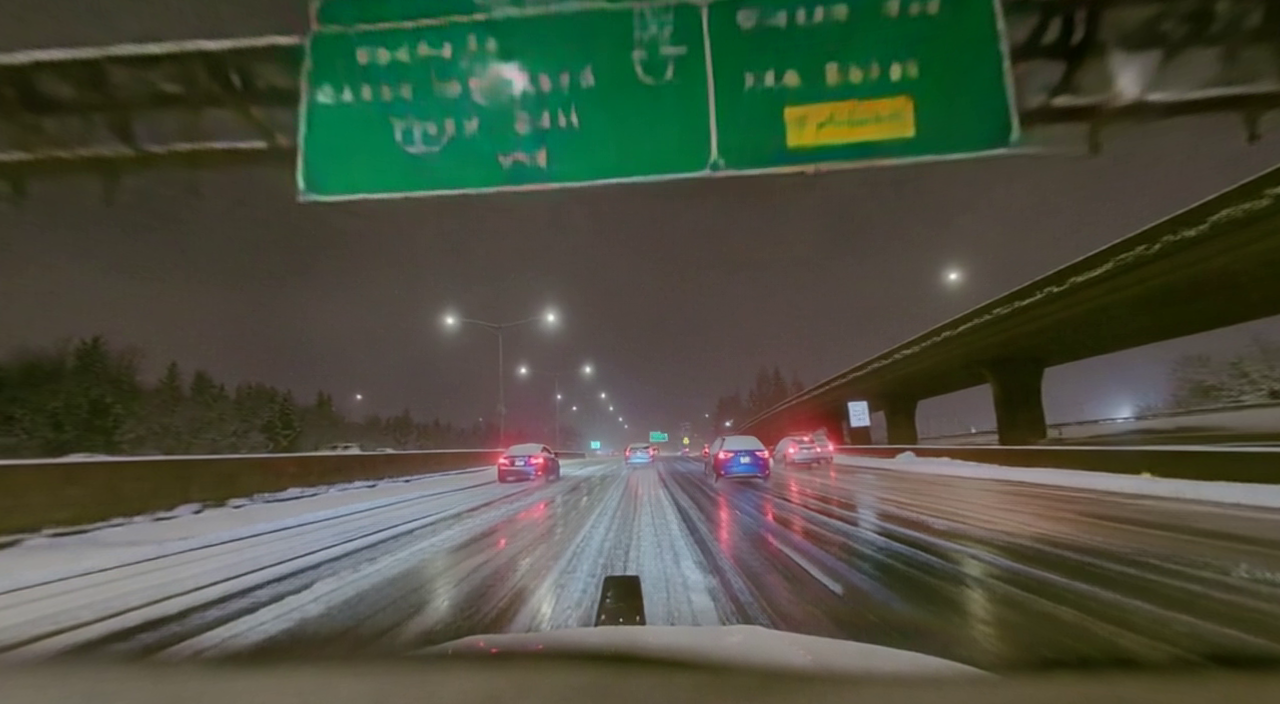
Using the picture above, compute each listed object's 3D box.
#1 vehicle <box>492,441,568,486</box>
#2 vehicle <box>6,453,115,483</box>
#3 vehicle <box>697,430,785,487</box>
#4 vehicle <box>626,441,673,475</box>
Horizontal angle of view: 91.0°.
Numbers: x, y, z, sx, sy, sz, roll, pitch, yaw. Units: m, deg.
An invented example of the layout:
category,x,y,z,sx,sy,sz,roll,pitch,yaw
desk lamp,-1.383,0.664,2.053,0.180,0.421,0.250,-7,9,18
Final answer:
category,x,y,z,sx,sy,sz,roll,pitch,yaw
vehicle,-3.973,4.091,23.492,2.031,1.491,4.145,0,-8,1
vehicle,-33.637,6.711,36.754,1.839,1.548,4.704,0,-8,1
vehicle,3.324,3.613,21.663,2.202,1.748,4.158,1,-8,-2
vehicle,0.439,4.982,29.825,2.089,1.493,3.964,0,-8,0
